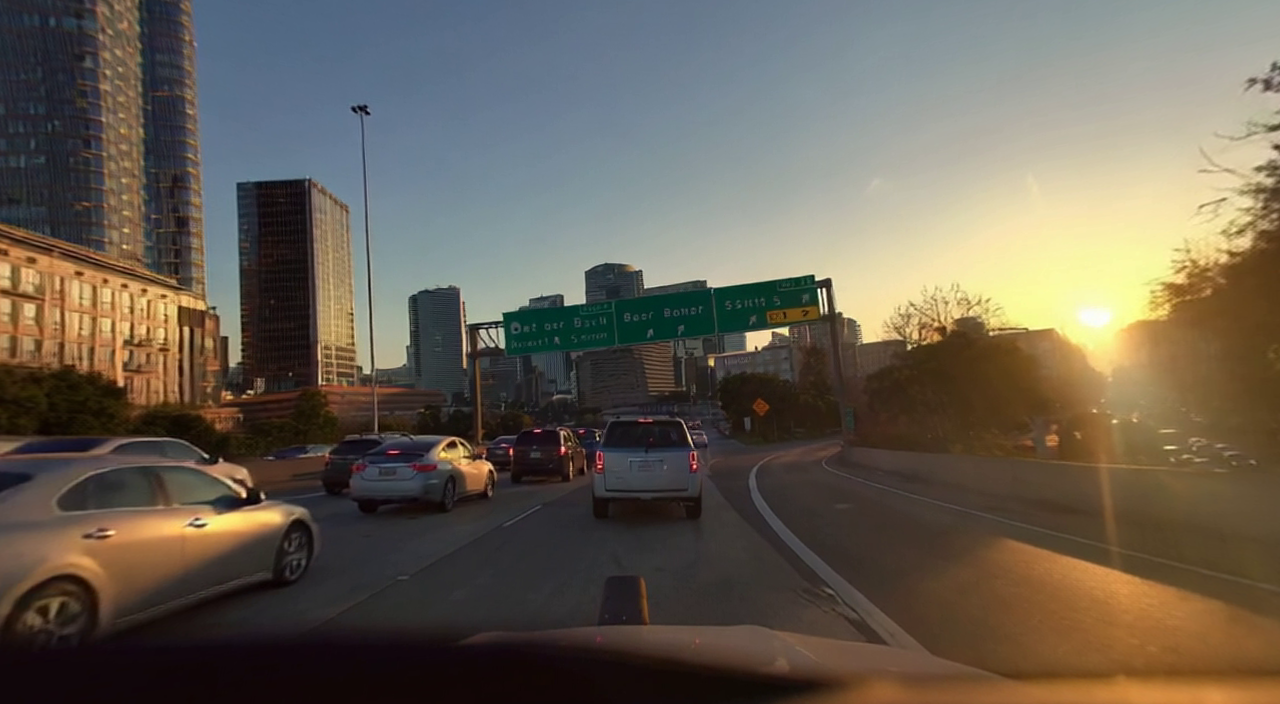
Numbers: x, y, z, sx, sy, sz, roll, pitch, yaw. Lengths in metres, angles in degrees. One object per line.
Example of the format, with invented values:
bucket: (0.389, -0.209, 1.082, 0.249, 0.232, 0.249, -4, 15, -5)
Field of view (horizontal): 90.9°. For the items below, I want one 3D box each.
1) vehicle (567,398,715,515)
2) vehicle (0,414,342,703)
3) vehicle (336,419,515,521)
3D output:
vehicle: (0.100, 2.309, 14.264, 2.616, 2.063, 5.933, 0, -9, 2)
vehicle: (-4.150, 1.230, 4.289, 2.087, 1.481, 4.225, 0, -9, 1)
vehicle: (-4.105, 2.344, 12.995, 1.953, 1.729, 4.377, 0, -9, 3)
